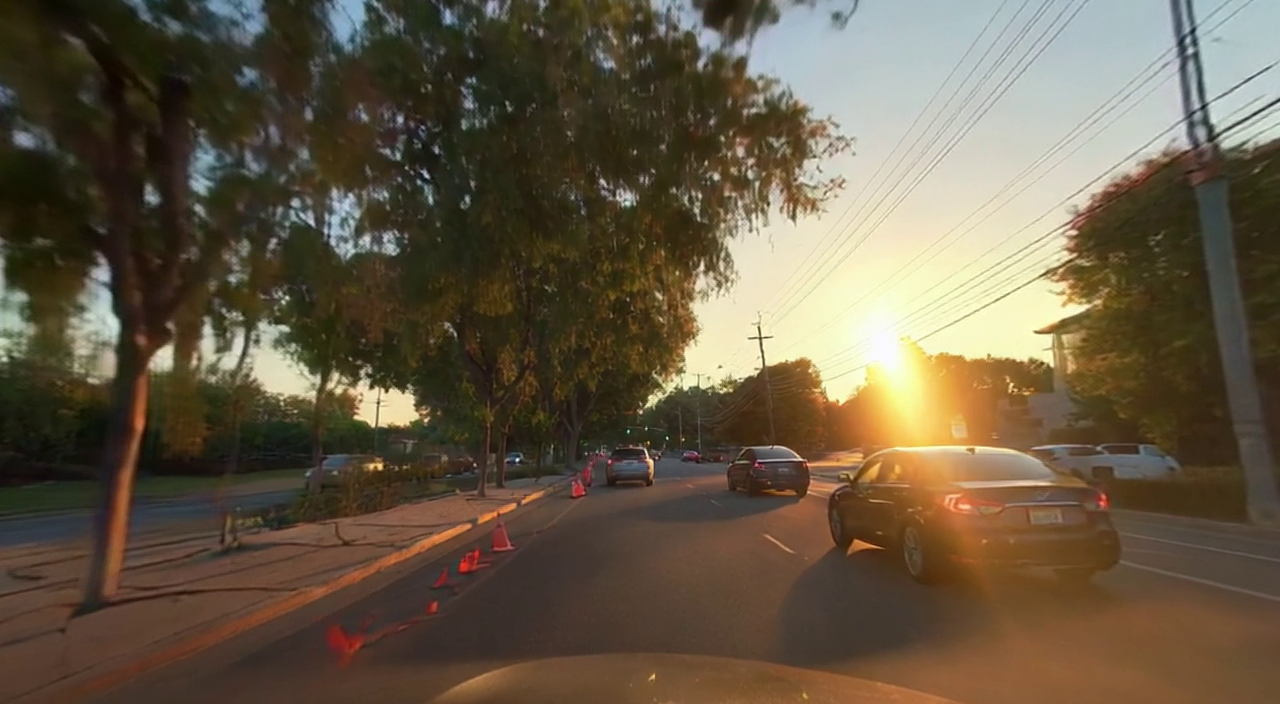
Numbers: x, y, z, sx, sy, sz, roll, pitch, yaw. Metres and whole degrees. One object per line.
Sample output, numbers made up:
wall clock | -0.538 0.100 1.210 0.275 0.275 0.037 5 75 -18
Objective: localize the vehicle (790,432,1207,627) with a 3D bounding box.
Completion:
vehicle | 3.331 1.701 7.224 1.977 1.460 4.565 0 -8 -2

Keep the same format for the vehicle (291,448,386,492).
vehicle | -16.050 6.284 34.120 2.258 2.072 5.695 -1 -8 1

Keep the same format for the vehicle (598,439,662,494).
vehicle | -0.331 3.989 22.408 2.050 1.745 3.915 -1 -8 0

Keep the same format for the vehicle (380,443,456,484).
vehicle | -12.394 6.232 35.779 2.223 2.091 6.044 0 -8 -1

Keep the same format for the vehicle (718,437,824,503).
vehicle | 3.800 3.489 19.245 2.116 1.726 4.672 0 -8 -1
